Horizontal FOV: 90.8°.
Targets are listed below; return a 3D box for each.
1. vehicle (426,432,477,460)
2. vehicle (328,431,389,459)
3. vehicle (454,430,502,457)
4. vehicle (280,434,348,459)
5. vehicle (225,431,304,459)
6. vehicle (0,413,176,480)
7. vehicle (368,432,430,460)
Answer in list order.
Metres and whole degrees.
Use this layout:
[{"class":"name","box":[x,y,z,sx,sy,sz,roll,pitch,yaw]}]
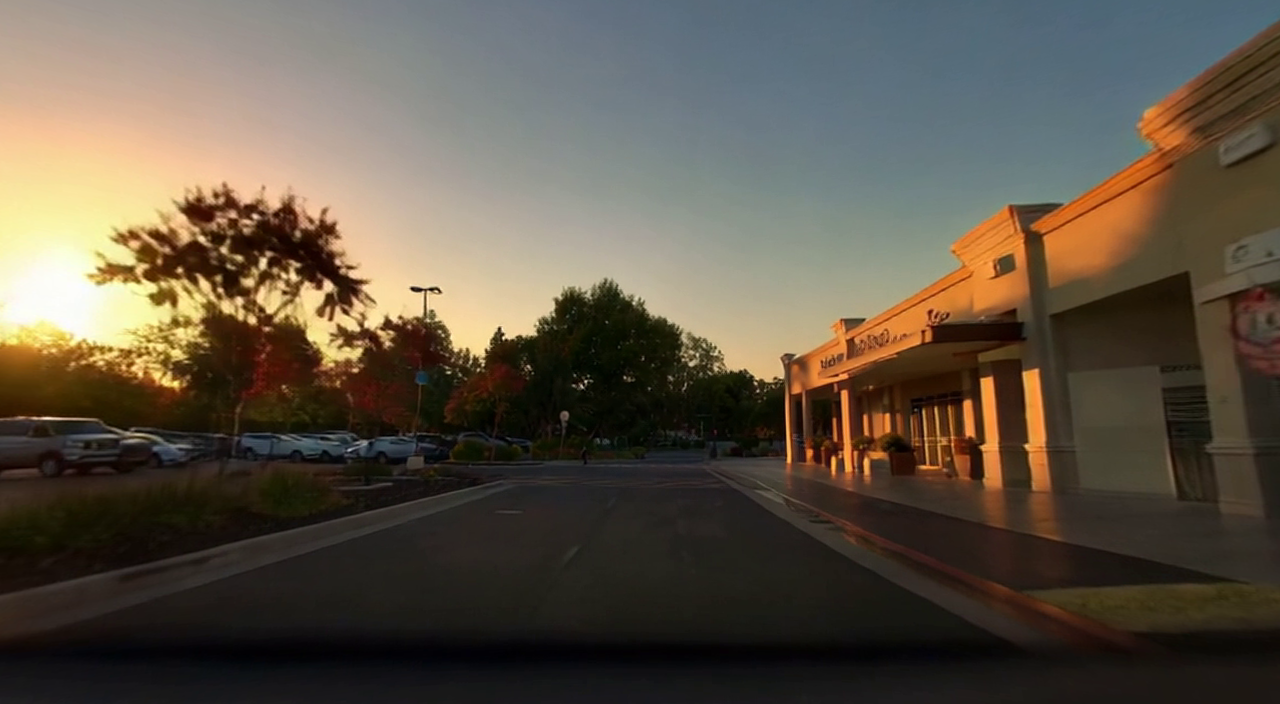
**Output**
[{"class":"vehicle","box":[-11.724,5.895,39.631,1.892,1.597,4.259,0,-8,0]},{"class":"vehicle","box":[-17.468,5.805,39.387,1.902,1.645,3.903,0,-9,1]},{"class":"vehicle","box":[-11.546,6.591,45.452,2.058,1.832,5.009,0,-8,1]},{"class":"vehicle","box":[-20.130,5.870,39.206,1.909,1.474,3.908,-1,-8,4]},{"class":"vehicle","box":[-23.147,5.757,39.121,1.773,1.498,4.085,2,-8,13]},{"class":"vehicle","box":[-18.113,3.106,20.865,1.972,1.923,4.535,-1,-8,2]},{"class":"vehicle","box":[-14.832,5.819,39.091,1.928,1.613,4.197,-1,-8,4]}]
